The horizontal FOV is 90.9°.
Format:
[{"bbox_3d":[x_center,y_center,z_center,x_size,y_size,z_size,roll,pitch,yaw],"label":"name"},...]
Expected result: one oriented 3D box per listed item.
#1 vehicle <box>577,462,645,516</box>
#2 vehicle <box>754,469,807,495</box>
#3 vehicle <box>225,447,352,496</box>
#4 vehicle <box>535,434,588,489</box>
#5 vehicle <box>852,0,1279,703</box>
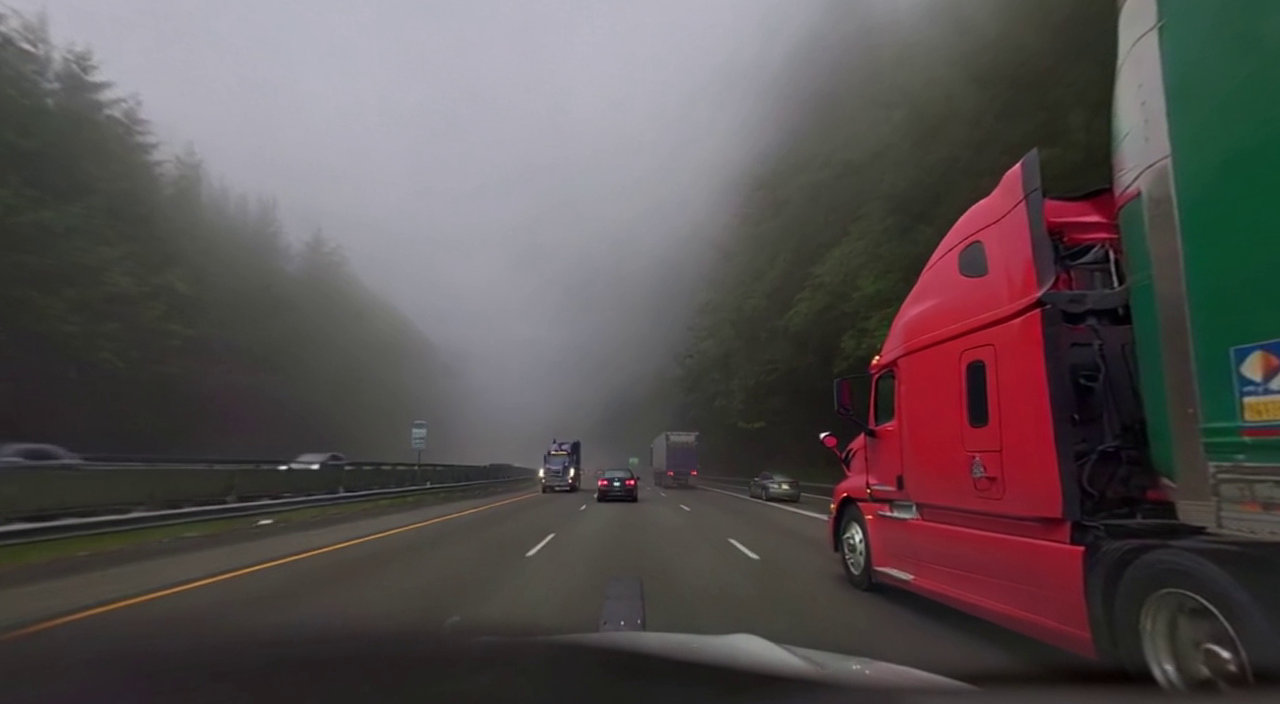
[{"bbox_3d":[-0.904,4.575,21.442,2.010,1.580,4.949,1,-10,-1],"label":"vehicle"},{"bbox_3d":[8.949,8.299,40.519,1.970,1.517,4.765,2,-11,-5],"label":"vehicle"},{"bbox_3d":[-12.485,4.315,22.792,2.009,1.548,4.603,1,-11,-1],"label":"vehicle"},{"bbox_3d":[-5.616,8.200,46.780,2.941,3.604,9.047,1,-10,-2],"label":"vehicle"},{"bbox_3d":[3.972,-0.454,0.249,2.856,4.040,14.009,1,-11,0],"label":"vehicle"}]
